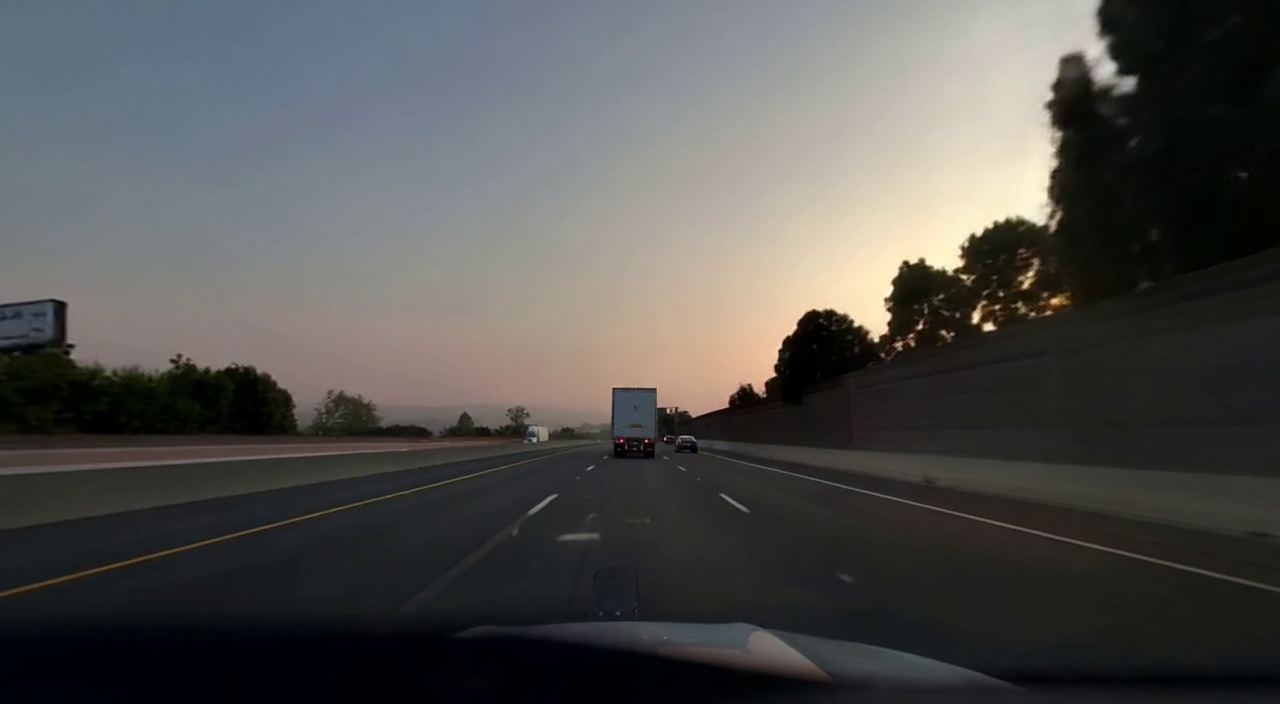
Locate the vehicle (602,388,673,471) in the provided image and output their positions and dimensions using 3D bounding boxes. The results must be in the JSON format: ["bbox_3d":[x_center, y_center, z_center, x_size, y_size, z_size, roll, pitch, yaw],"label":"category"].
[{"bbox_3d":[-0.304,4.060,32.976,2.953,3.406,13.372,1,-7,-2],"label":"vehicle"}]

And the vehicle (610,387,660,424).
[{"bbox_3d":[-0.204,2.505,28.730,2.112,1.472,4.240,0,-8,0],"label":"vehicle"}]

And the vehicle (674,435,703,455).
[{"bbox_3d":[3.775,7.308,49.639,1.910,1.492,4.324,0,-8,0],"label":"vehicle"}]
